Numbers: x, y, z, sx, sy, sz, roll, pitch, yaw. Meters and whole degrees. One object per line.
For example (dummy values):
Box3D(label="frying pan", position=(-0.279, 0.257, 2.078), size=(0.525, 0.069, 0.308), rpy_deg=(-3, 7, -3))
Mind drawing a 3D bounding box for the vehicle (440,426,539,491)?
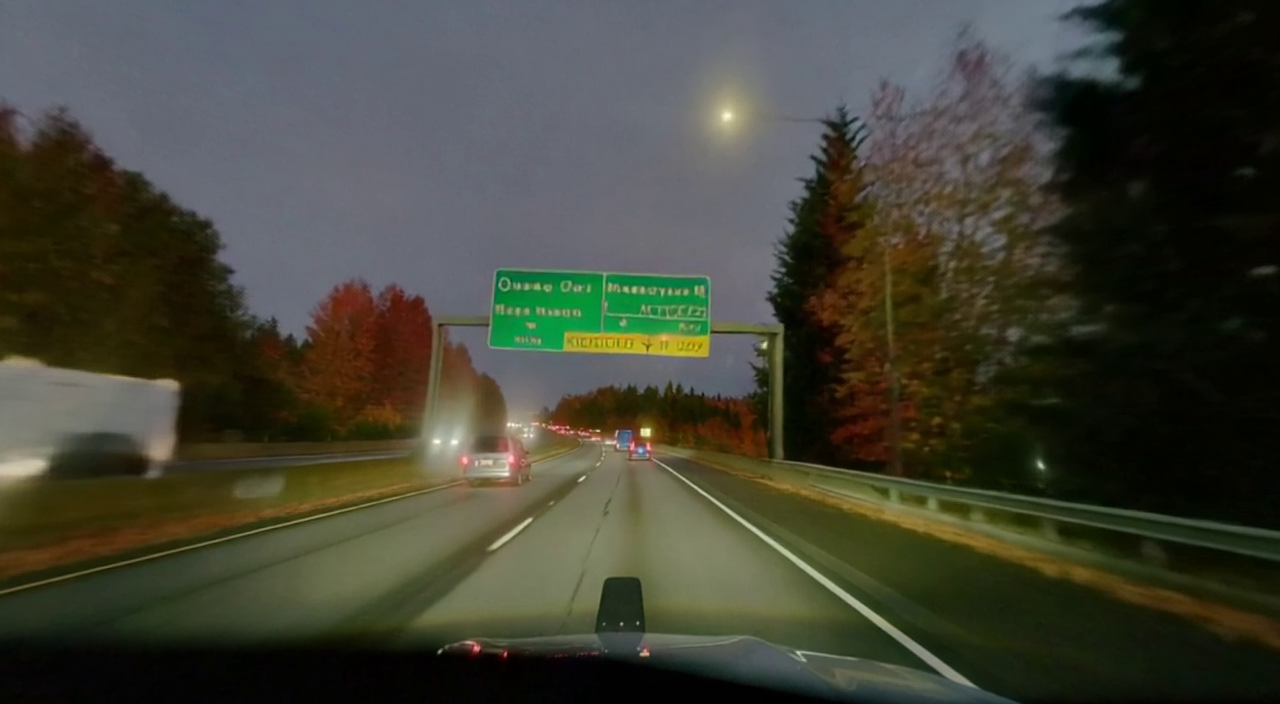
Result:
Box3D(label="vehicle", position=(-4.327, 3.140, 18.870), size=(1.924, 1.720, 4.195), rpy_deg=(0, -8, 0))

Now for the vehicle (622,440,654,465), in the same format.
Box3D(label="vehicle", position=(-0.142, 6.395, 40.238), size=(1.939, 1.497, 3.863), rpy_deg=(1, -8, -1))

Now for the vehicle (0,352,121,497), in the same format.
Box3D(label="vehicle", position=(-11.678, 1.110, 9.832), size=(2.276, 2.355, 5.643), rpy_deg=(0, -8, 0))
